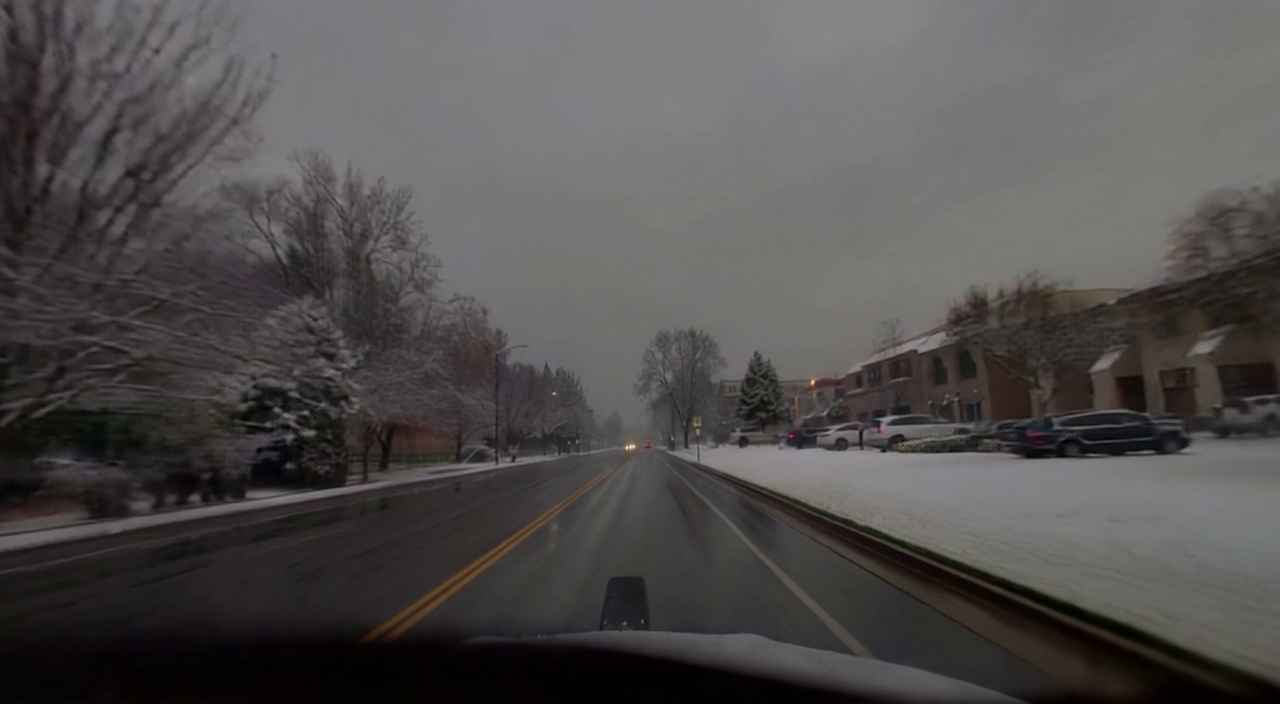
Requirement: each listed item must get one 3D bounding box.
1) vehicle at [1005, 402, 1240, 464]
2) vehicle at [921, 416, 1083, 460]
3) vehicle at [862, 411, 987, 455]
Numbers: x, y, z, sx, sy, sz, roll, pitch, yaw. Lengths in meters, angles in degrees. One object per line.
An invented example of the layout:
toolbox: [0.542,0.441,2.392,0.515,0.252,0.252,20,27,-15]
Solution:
vehicle: [12.545,2.159,16.602,4.529,1.490,2.168,1,-9,-5]
vehicle: [12.678,3.048,22.300,4.428,1.467,2.099,0,-9,-1]
vehicle: [12.411,3.596,27.694,4.540,1.824,1.965,1,-9,-6]
